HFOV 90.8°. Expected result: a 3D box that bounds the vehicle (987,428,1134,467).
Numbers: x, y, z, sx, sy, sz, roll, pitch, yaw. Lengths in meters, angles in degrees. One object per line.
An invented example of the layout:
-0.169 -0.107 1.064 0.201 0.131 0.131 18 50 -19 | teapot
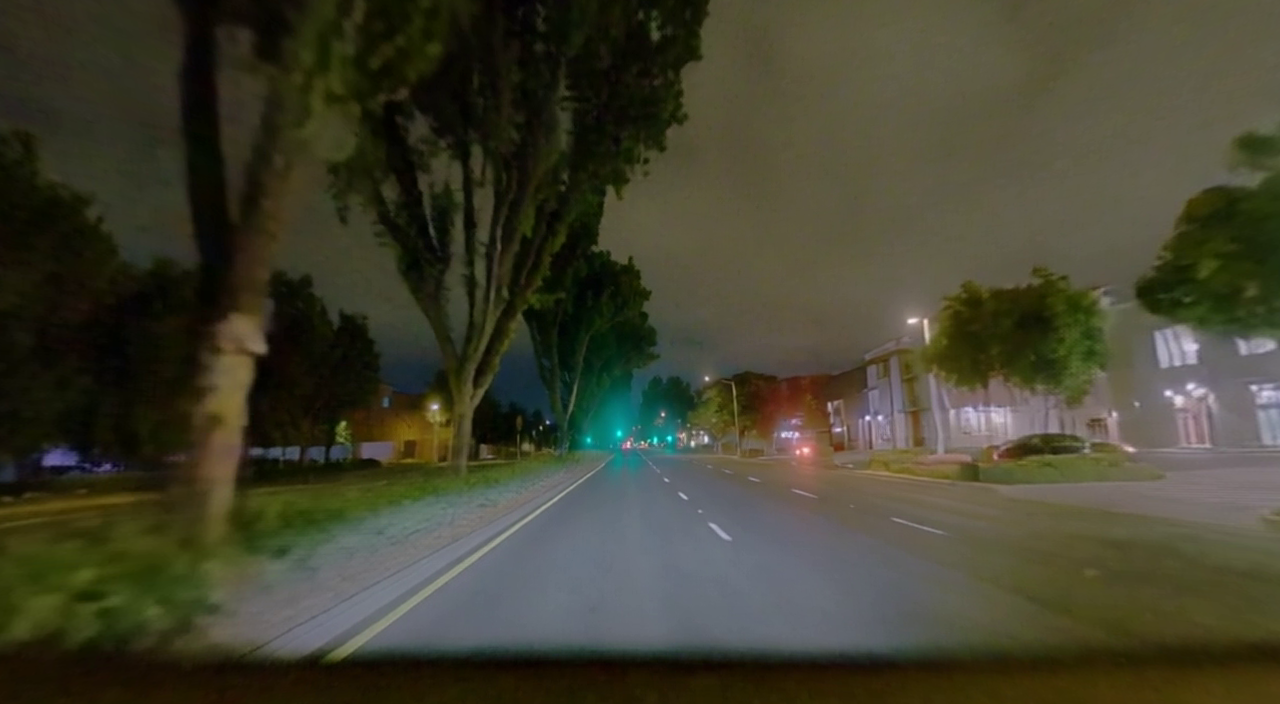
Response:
16.939 3.876 25.615 4.505 1.498 2.068 0 -8 -3 | vehicle
